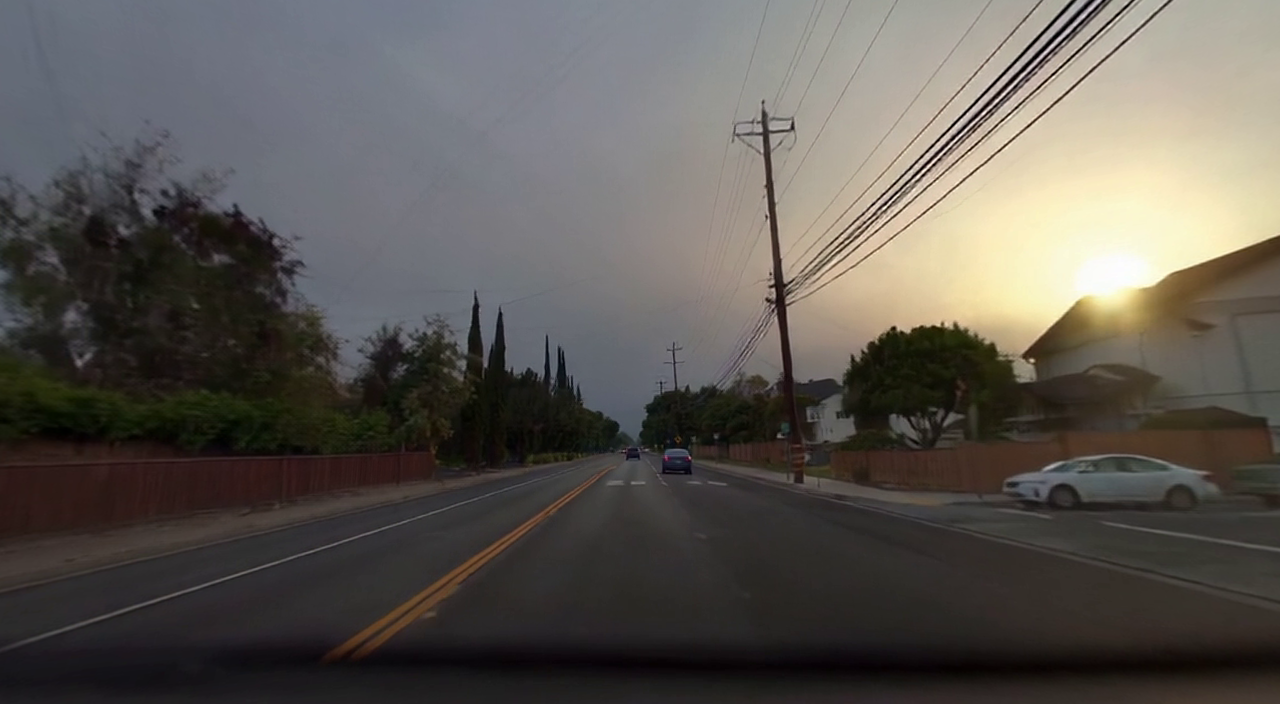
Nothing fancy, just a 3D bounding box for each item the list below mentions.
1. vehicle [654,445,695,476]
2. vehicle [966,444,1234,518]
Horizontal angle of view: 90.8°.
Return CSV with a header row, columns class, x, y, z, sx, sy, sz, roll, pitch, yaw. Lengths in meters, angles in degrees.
class,x,y,z,sx,sy,sz,roll,pitch,yaw
vehicle,1.720,5.631,32.903,1.975,1.497,3.647,0,-9,1
vehicle,10.134,2.834,14.205,4.511,1.473,1.962,0,-8,-2
